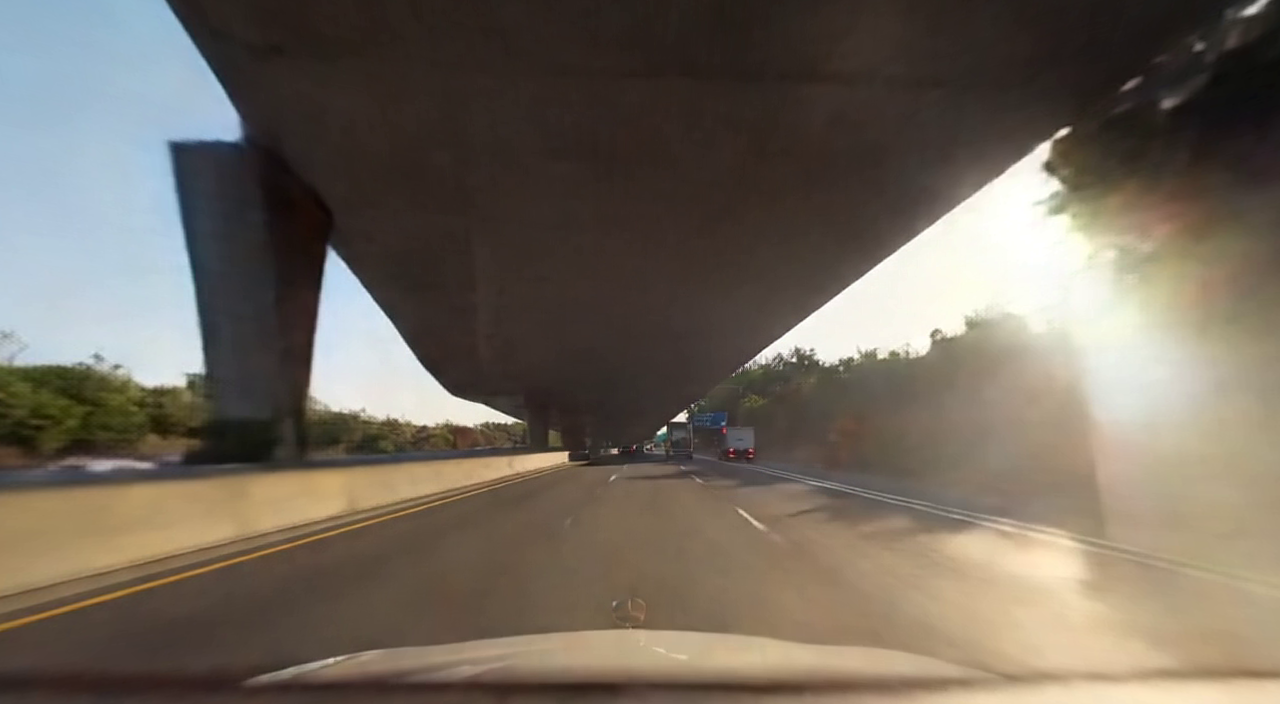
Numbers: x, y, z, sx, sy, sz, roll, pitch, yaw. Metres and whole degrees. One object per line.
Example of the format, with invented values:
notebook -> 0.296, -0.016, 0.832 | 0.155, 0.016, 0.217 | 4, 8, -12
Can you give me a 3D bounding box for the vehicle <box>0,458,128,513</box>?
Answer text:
vehicle -> -19.279, 4.276, 20.553 | 1.875, 1.506, 3.736 | 0, -8, 1
